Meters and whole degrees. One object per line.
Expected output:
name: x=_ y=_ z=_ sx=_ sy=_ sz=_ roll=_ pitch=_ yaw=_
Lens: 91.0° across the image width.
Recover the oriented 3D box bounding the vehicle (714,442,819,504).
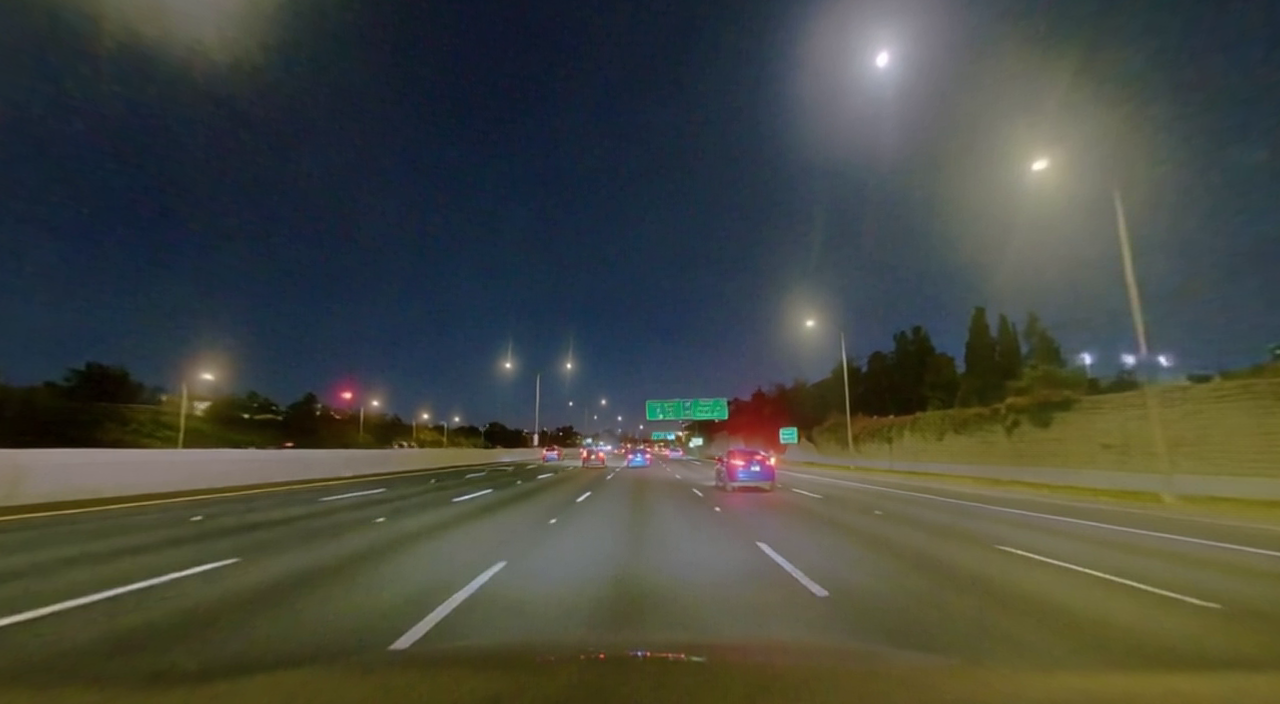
vehicle: x=3.462 y=3.413 z=18.264 sx=2.077 sy=1.527 sz=4.553 roll=0 pitch=-9 yaw=0

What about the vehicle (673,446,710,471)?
vehicle: x=3.362 y=7.003 z=41.505 sx=2.036 sy=1.517 sz=4.256 roll=0 pitch=-9 yaw=-1

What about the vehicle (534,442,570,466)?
vehicle: x=-6.699 y=7.794 z=48.260 sx=2.112 sy=1.721 sz=4.381 roll=0 pitch=-9 yaw=1

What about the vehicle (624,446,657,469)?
vehicle: x=0.048 y=7.144 z=42.886 sx=2.166 sy=1.496 sz=4.158 roll=0 pitch=-9 yaw=0

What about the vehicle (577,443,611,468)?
vehicle: x=-3.176 y=7.261 z=44.338 sx=2.091 sy=1.664 sz=4.157 roll=0 pitch=-9 yaw=0
